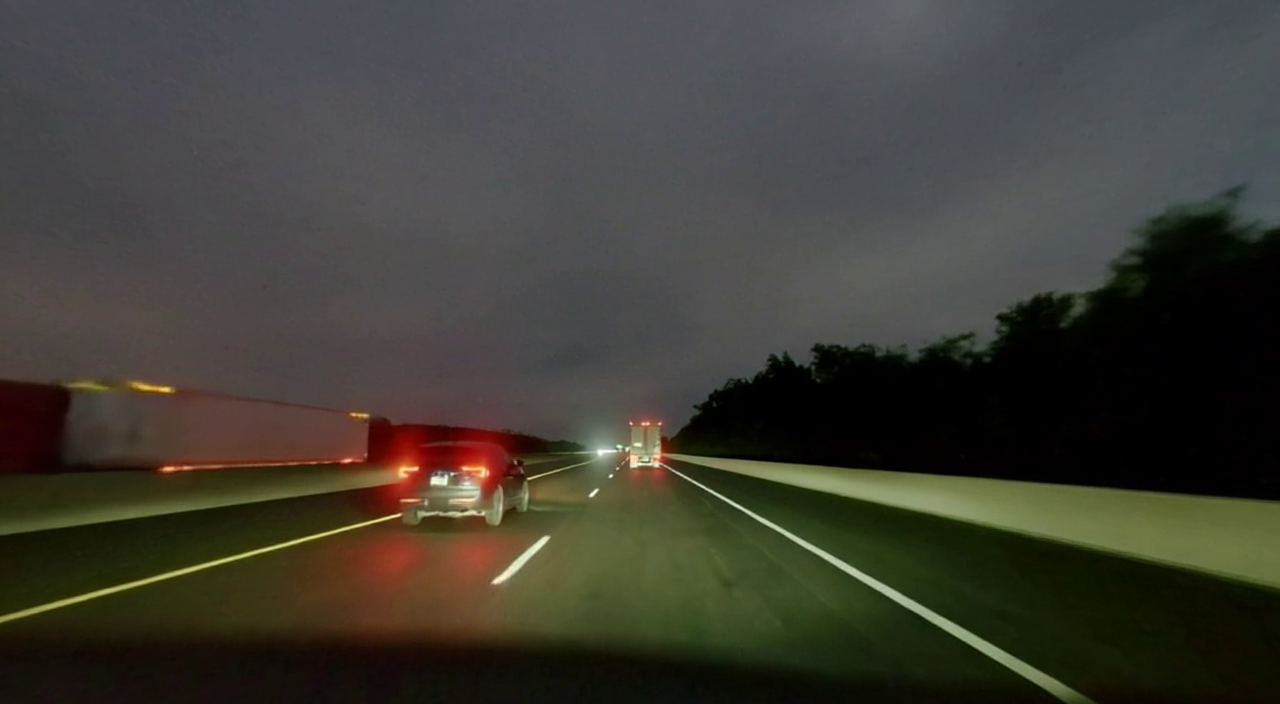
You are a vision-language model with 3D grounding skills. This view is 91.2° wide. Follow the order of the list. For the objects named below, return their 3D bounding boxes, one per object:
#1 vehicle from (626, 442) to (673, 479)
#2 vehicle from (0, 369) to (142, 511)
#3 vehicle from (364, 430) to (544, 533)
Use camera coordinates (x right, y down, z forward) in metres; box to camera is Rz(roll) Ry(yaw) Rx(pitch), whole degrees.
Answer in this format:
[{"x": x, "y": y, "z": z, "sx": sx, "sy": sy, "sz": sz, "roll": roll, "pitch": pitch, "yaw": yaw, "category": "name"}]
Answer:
[{"x": 0.423, "y": 5.511, "z": 31.929, "sx": 2.230, "sy": 1.715, "sz": 4.243, "roll": 0, "pitch": -9, "yaw": 0, "category": "vehicle"}, {"x": -16.281, "y": 2.080, "z": 14.795, "sx": 2.675, "sy": 3.281, "sz": 7.573, "roll": 0, "pitch": -9, "yaw": 0, "category": "vehicle"}, {"x": -3.407, "y": 2.494, "z": 12.641, "sx": 2.181, "sy": 1.653, "sz": 4.691, "roll": 0, "pitch": -9, "yaw": 0, "category": "vehicle"}]
